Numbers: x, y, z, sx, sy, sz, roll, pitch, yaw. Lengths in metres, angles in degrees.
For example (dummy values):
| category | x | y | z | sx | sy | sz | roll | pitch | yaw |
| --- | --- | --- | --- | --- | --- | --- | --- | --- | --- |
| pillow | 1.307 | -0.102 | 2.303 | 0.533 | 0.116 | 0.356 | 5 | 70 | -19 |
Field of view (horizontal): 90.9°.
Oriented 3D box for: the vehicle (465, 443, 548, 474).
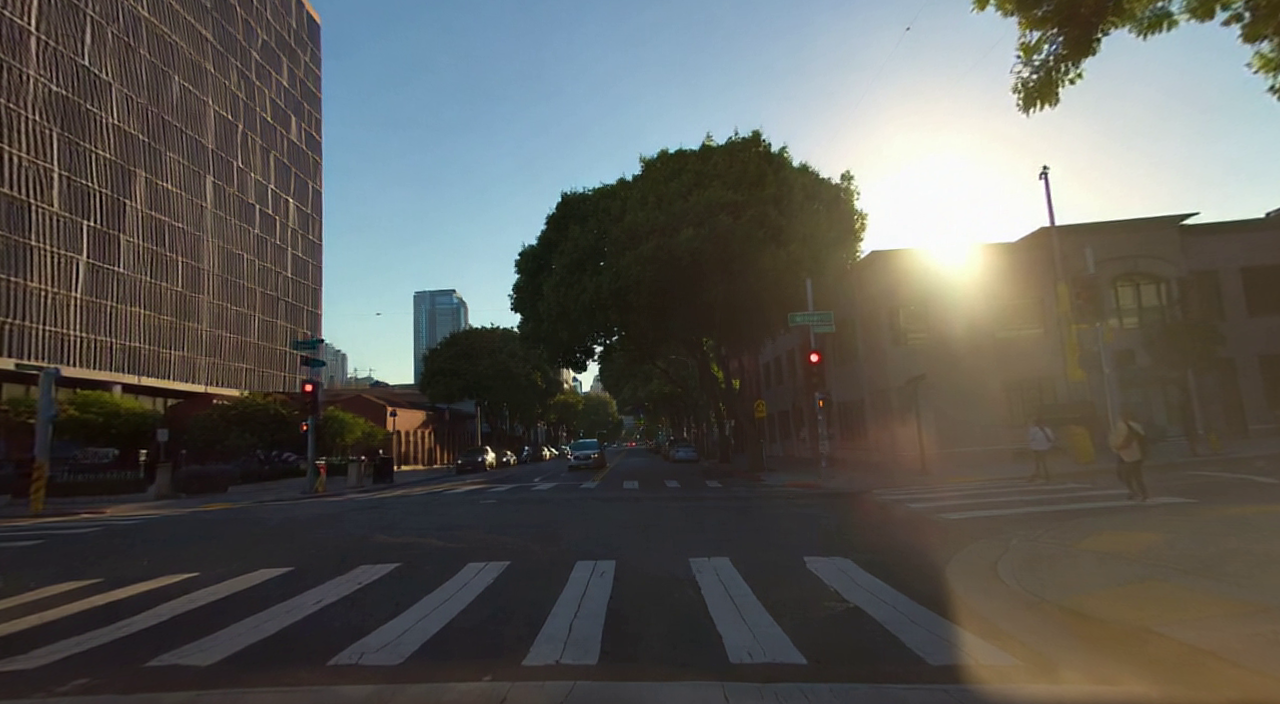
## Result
| category | x | y | z | sx | sy | sz | roll | pitch | yaw |
| --- | --- | --- | --- | --- | --- | --- | --- | --- | --- |
| vehicle | -8.011 | 6.358 | 38.030 | 4.526 | 1.726 | 1.963 | 8 | -12 | -44 |

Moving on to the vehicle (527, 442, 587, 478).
| category | x | y | z | sx | sy | sz | roll | pitch | yaw |
| --- | --- | --- | --- | --- | --- | --- | --- | --- | --- |
| vehicle | -3.670 | 4.843 | 28.623 | 1.989 | 1.481 | 4.500 | 0 | -8 | 1 |

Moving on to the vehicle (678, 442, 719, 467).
| category | x | y | z | sx | sy | sz | roll | pitch | yaw |
| --- | --- | --- | --- | --- | --- | --- | --- | --- | --- |
| vehicle | 3.541 | 6.276 | 38.860 | 1.853 | 1.426 | 4.160 | 1 | -8 | -3 |
